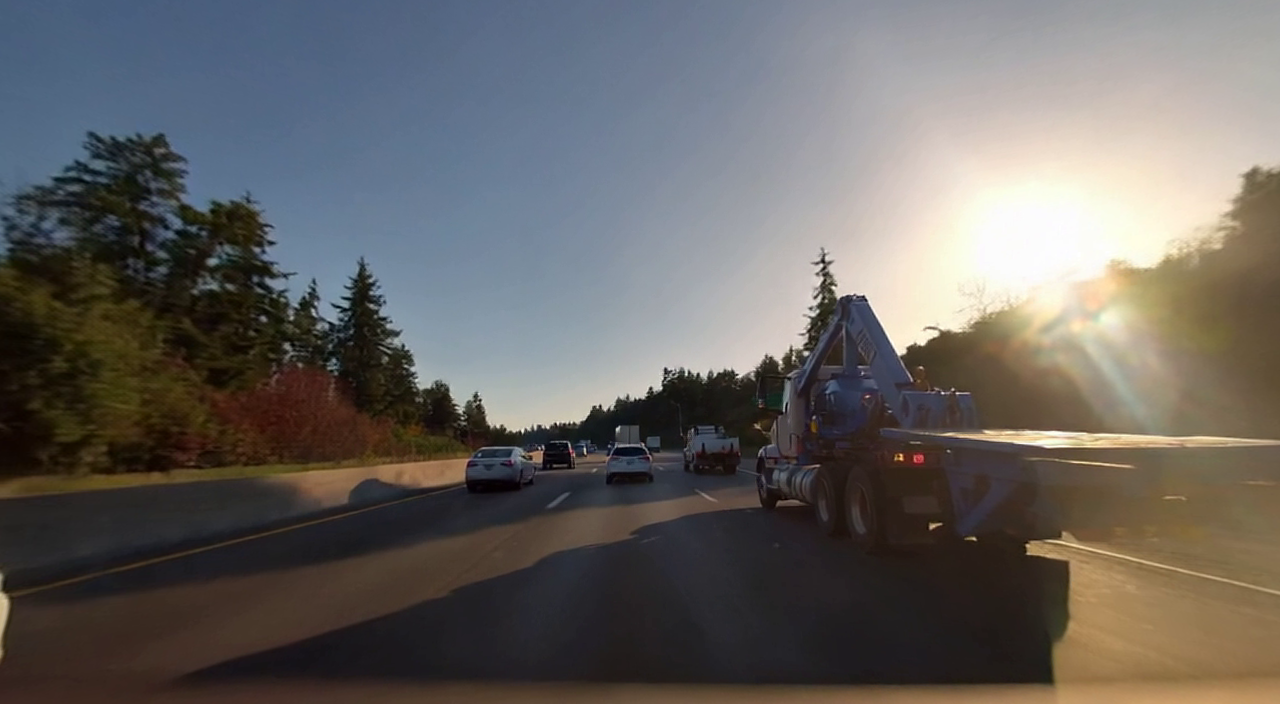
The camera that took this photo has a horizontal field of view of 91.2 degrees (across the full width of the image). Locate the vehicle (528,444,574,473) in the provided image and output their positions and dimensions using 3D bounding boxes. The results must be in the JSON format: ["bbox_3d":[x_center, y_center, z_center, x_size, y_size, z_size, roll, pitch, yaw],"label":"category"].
[{"bbox_3d":[-4.923,5.973,35.323,1.924,1.481,4.264,0,-9,1],"label":"vehicle"}]

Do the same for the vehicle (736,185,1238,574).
[{"bbox_3d":[3.753,0.815,9.985,2.975,3.618,8.456,0,-9,-1],"label":"vehicle"}]

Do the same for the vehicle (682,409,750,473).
[{"bbox_3d":[3.648,4.541,31.759,2.416,2.829,7.016,0,-9,-1],"label":"vehicle"}]

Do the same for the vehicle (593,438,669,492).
[{"bbox_3d":[-0.305,3.507,19.716,2.150,1.498,3.988,0,-9,-1],"label":"vehicle"}]

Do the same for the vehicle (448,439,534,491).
[{"bbox_3d":[-4.806,3.711,20.815,1.858,1.527,3.974,0,-9,0],"label":"vehicle"}]

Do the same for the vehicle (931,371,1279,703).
[{"bbox_3d":[3.930,0.900,2.597,2.599,1.631,5.693,0,-9,-1],"label":"vehicle"}]
